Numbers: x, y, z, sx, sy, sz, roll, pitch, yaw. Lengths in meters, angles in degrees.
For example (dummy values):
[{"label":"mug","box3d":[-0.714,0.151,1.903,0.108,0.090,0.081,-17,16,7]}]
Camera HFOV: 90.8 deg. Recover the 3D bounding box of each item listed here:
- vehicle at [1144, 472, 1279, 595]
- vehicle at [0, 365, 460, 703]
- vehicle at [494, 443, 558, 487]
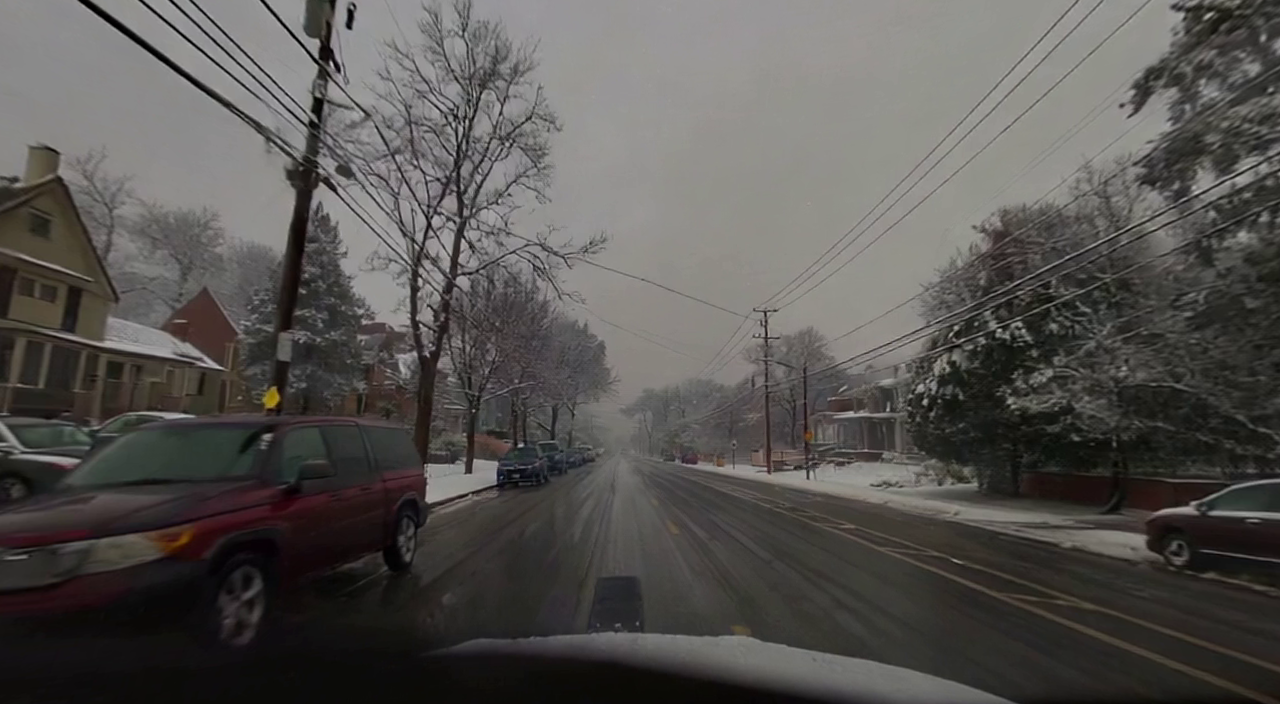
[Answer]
[{"label":"vehicle","box3d":[9.445,2.549,8.286,1.921,1.523,4.426,8,-9,-4]},{"label":"vehicle","box3d":[-3.594,1.414,6.059,2.127,1.901,5.510,0,-8,0]},{"label":"vehicle","box3d":[-4.377,4.405,24.945,1.825,1.542,4.715,1,-8,-2]}]
